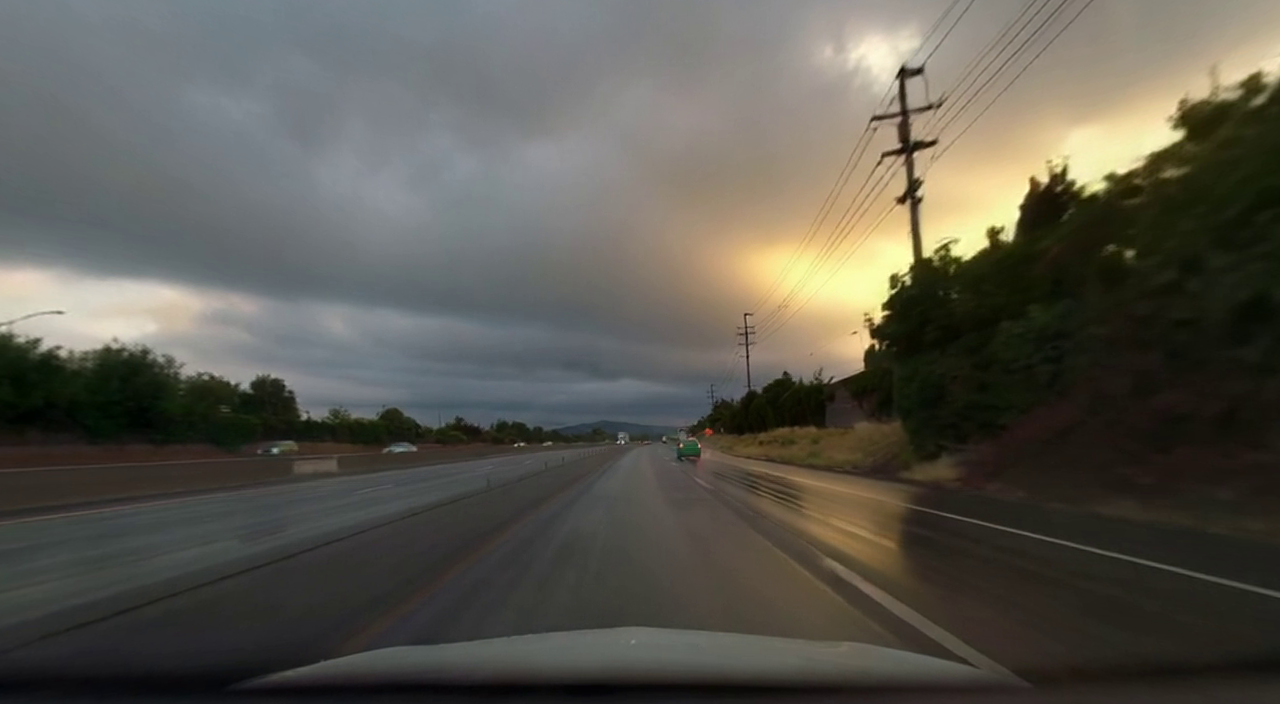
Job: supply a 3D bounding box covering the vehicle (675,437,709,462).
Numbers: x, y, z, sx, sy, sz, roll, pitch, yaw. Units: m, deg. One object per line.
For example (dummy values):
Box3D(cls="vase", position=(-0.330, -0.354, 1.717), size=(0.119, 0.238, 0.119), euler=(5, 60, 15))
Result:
Box3D(cls="vehicle", position=(3.473, 6.564, 42.740), size=(1.977, 1.581, 4.428), euler=(-1, -8, 0))
